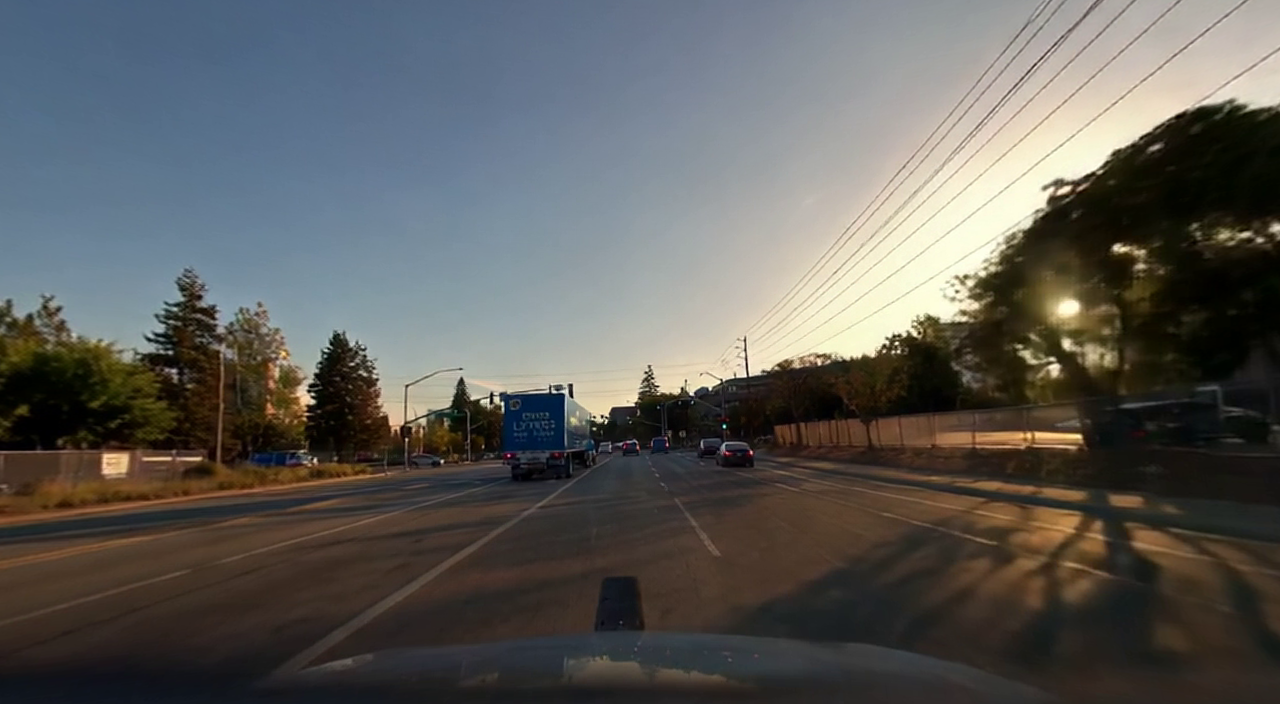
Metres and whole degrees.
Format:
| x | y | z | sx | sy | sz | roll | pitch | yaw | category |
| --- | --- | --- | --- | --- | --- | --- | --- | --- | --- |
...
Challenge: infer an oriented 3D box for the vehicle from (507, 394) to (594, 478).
| x | y | z | sx | sy | sz | roll | pitch | yaw | category |
| --- | --- | --- | --- | --- | --- | --- | --- | --- | --- |
| -3.912 | 3.995 | 29.626 | 2.889 | 3.347 | 8.285 | 0 | -8 | 0 | vehicle |

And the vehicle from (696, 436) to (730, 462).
| x | y | z | sx | sy | sz | roll | pitch | yaw | category |
| --- | --- | --- | --- | --- | --- | --- | --- | --- | --- |
| 5.024 | 6.726 | 43.938 | 2.102 | 1.662 | 4.533 | -1 | -8 | 4 | vehicle |
